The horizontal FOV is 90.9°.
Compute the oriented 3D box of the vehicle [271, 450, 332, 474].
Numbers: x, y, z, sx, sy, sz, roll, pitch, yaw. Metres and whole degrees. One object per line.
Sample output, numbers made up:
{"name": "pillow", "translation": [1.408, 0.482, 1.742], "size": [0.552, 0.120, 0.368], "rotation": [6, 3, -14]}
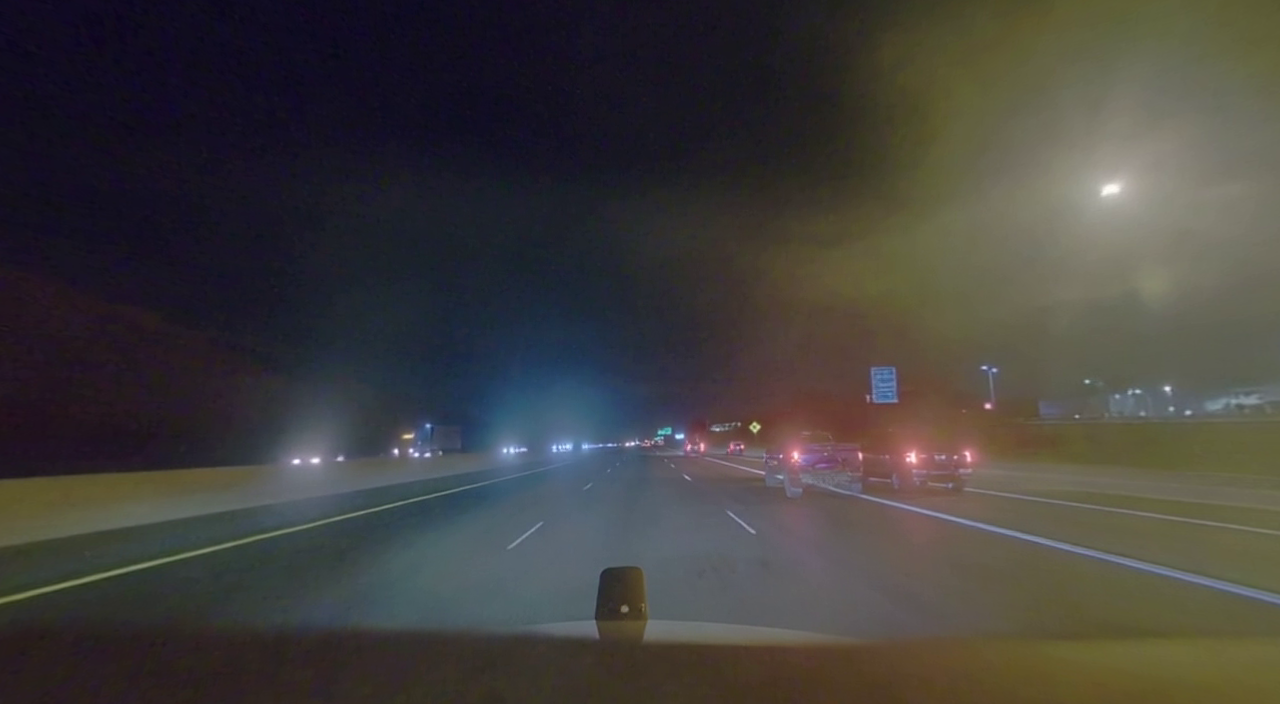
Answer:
{"name": "vehicle", "translation": [-25.254, 8.208, 47.290], "size": [1.963, 1.581, 4.646], "rotation": [0, -8, 1]}
